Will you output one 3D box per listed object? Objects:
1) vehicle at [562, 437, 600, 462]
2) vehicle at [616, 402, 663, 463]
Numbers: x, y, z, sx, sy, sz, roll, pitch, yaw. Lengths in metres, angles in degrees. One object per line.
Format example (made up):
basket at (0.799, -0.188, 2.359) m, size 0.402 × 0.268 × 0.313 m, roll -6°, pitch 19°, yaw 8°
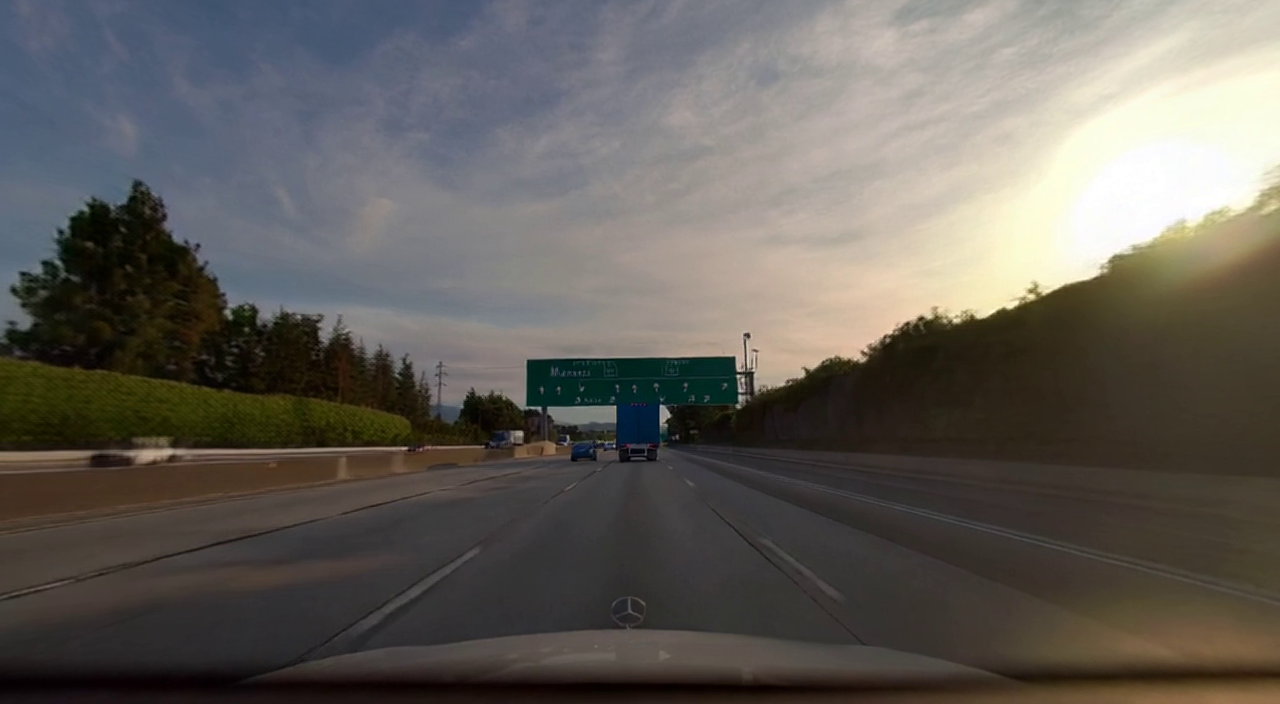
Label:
vehicle at (-4.159, 6.950, 44.997) m, size 2.186 × 1.716 × 4.672 m, roll 0°, pitch -8°, yaw 1°
vehicle at (-0.202, 6.472, 49.757) m, size 3.078 × 4.031 × 16.069 m, roll 0°, pitch -8°, yaw -1°
